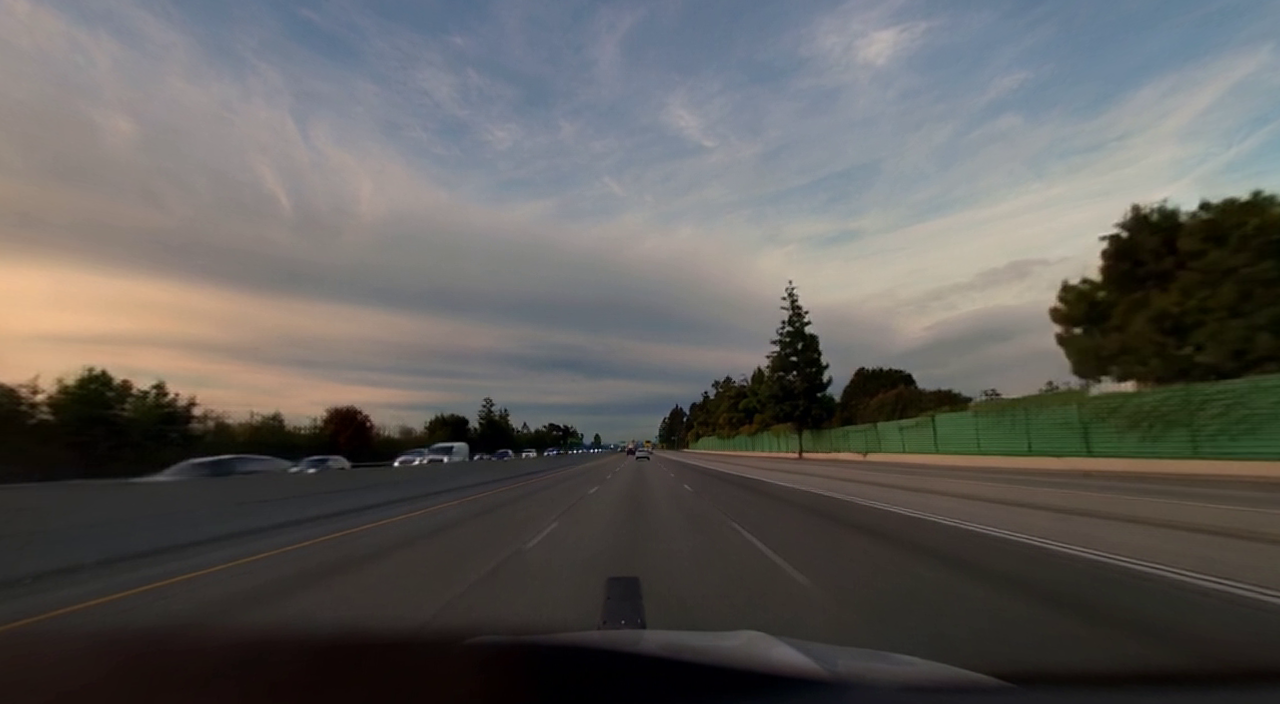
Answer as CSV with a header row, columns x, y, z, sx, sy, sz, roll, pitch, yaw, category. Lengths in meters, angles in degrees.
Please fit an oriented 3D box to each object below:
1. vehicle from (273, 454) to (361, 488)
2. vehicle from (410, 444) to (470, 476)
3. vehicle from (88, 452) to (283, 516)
x,y,z,sx,sy,sz,roll,pitch,yaw,category
-15.942,5.889,31.407,2.046,1.523,4.376,0,-9,0,vehicle
-12.030,6.536,38.297,2.007,1.756,4.699,-1,-9,1,vehicle
-11.954,3.461,17.055,1.922,1.458,4.410,0,-9,1,vehicle
